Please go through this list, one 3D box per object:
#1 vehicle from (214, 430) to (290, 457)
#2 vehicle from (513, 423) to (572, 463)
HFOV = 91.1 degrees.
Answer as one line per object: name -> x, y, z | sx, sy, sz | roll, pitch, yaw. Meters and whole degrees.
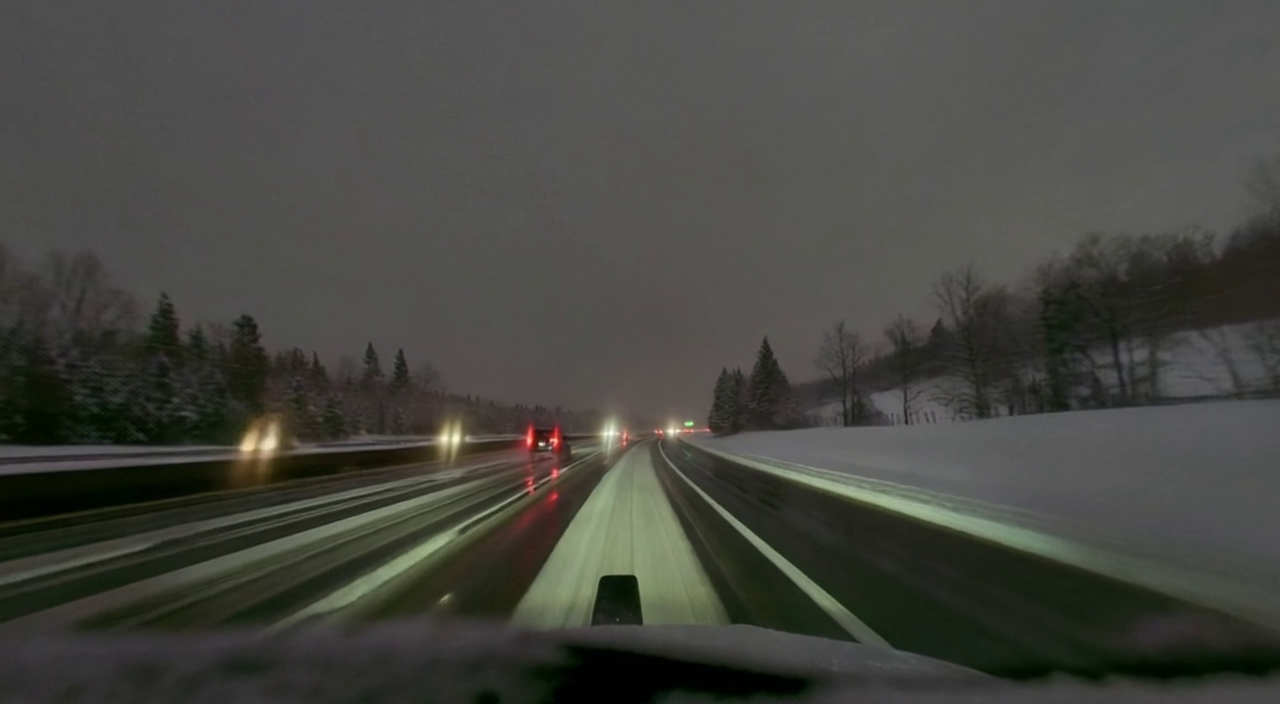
vehicle -> -23.820, 5.623, 38.774 | 1.870, 1.595, 4.330 | 0, -8, 1
vehicle -> -4.437, 4.210, 29.277 | 1.980, 1.721, 4.419 | 0, -8, 1
